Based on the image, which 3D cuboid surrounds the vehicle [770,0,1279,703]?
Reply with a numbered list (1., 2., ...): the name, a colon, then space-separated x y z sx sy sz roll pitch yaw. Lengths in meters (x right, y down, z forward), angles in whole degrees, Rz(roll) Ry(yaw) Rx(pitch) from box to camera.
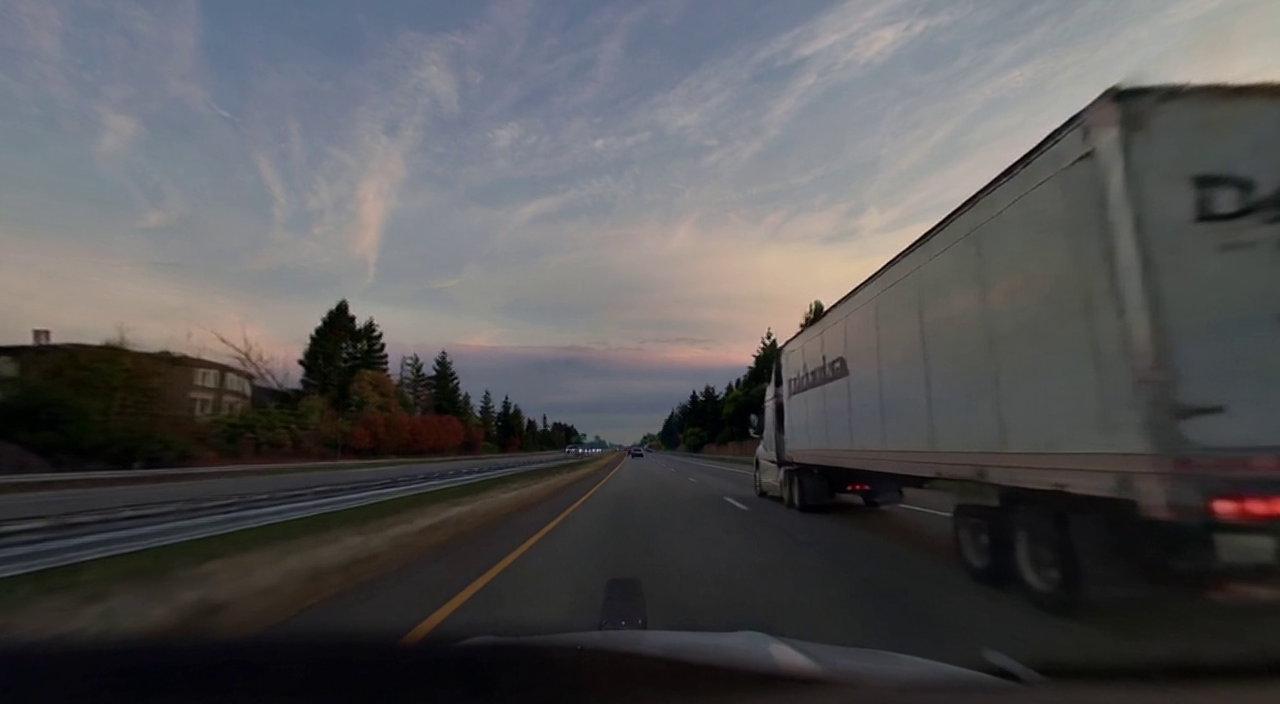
1. vehicle: 4.076 0.660 6.959 2.876 3.419 11.591 0 -9 0
